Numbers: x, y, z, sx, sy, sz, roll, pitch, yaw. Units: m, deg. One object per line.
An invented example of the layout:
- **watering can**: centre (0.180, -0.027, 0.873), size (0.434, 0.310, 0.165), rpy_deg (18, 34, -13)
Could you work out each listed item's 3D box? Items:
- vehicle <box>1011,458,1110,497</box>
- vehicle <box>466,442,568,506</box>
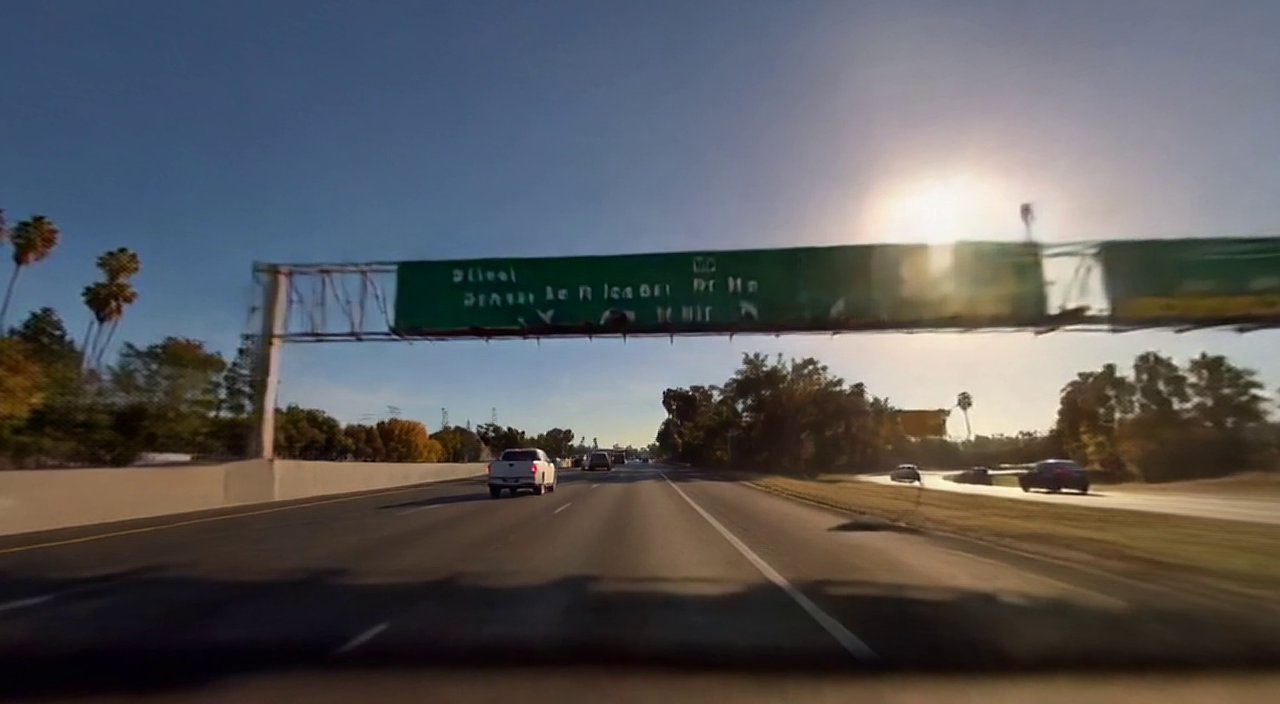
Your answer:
- **vehicle**: centre (21.978, 6.540, 33.203), size (2.033, 1.794, 5.116), rpy_deg (-1, -9, 6)
- **vehicle**: centre (-3.719, 3.794, 20.057), size (2.162, 1.747, 4.791), rpy_deg (0, -9, 1)
